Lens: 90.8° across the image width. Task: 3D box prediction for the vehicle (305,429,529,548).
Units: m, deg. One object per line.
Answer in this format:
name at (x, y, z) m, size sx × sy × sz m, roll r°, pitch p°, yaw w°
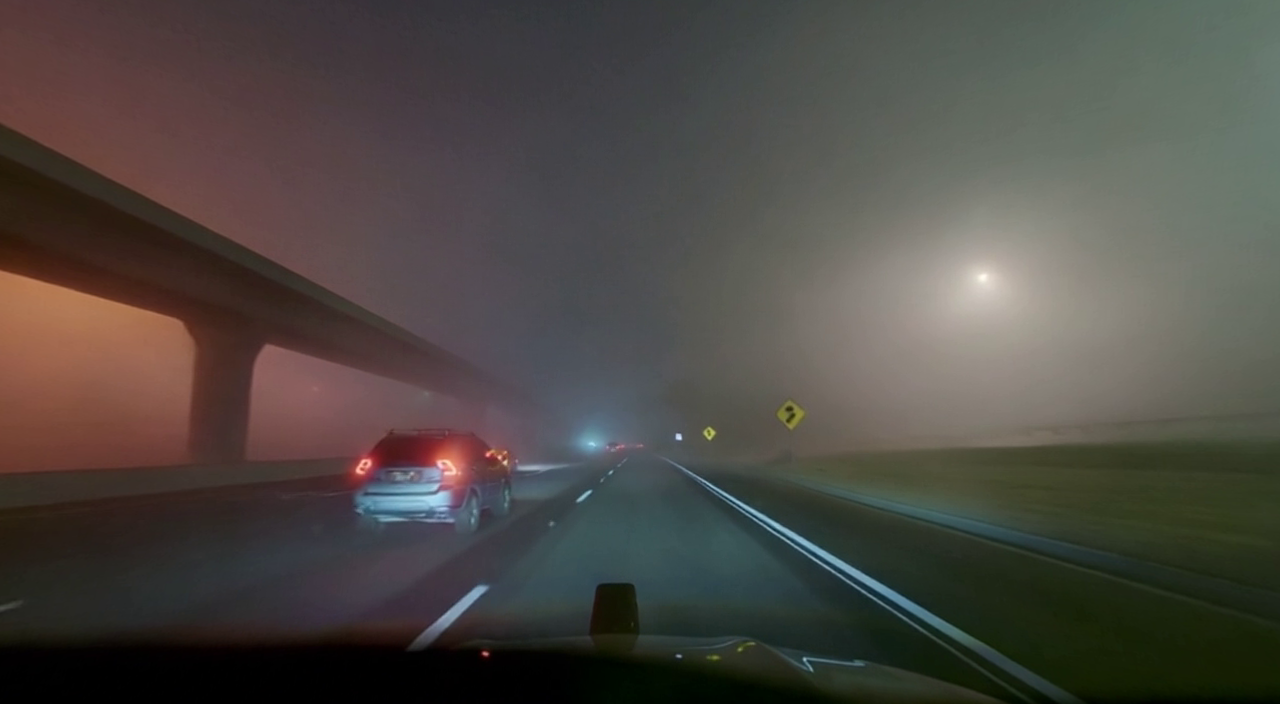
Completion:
vehicle at (-3.255, 2.093, 10.446) m, size 1.978 × 1.499 × 4.695 m, roll 0°, pitch -9°, yaw 0°
